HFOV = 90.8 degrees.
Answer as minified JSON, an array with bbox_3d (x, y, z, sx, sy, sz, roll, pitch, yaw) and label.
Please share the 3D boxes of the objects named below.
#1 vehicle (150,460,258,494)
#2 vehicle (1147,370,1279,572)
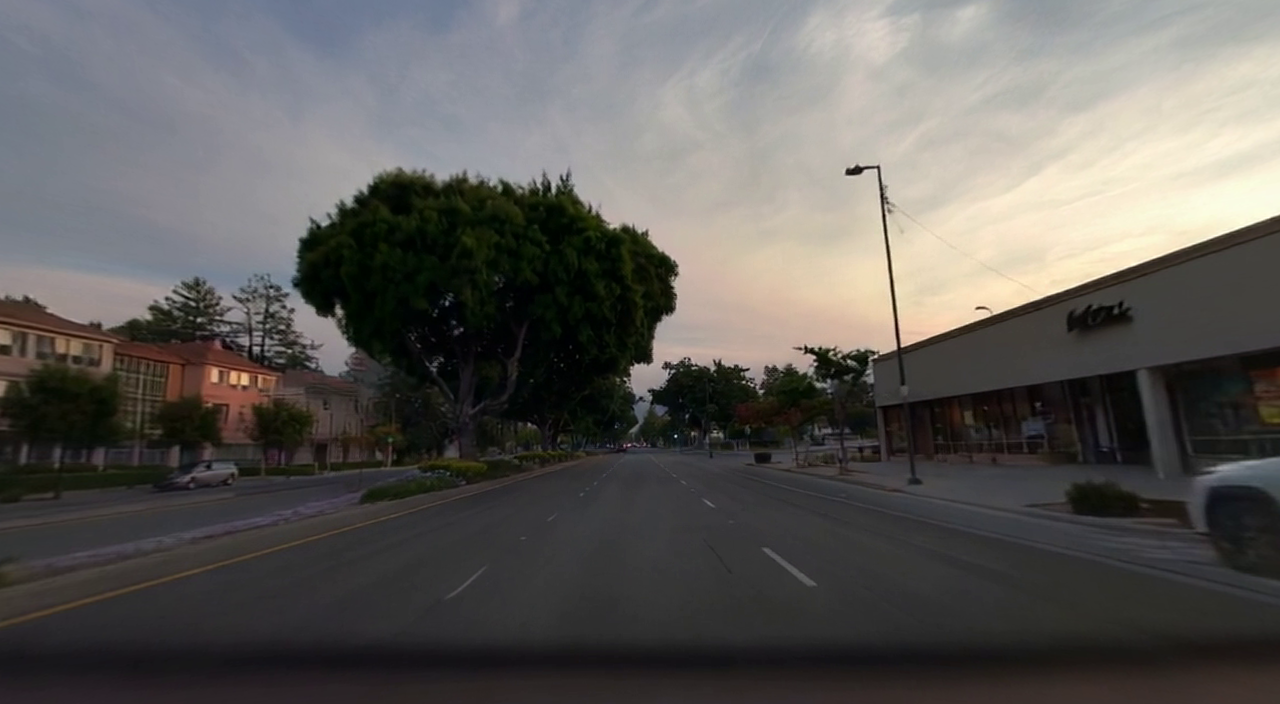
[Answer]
[{"bbox_3d":[-22.185,6.360,32.535,1.164,1.469,6.173,0,-9,0],"label":"vehicle"},{"bbox_3d":[7.111,1.000,5.127,1.954,1.907,4.736,0,-9,-1],"label":"vehicle"}]
